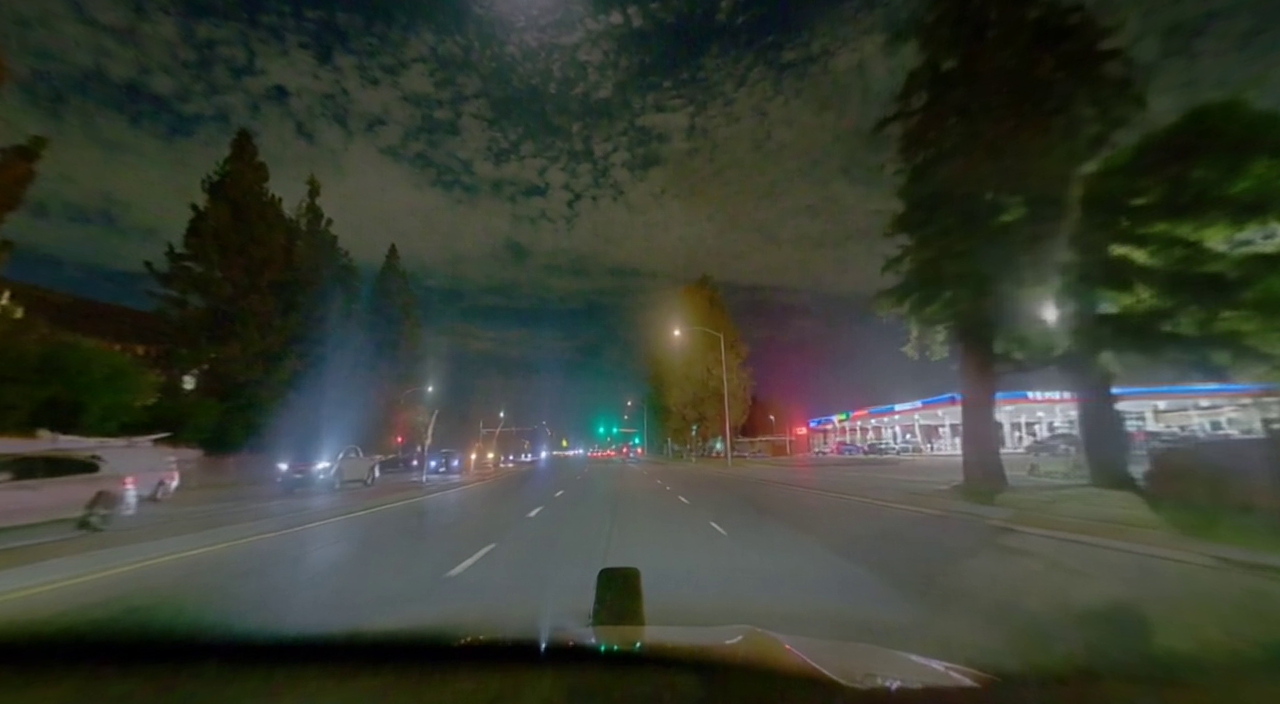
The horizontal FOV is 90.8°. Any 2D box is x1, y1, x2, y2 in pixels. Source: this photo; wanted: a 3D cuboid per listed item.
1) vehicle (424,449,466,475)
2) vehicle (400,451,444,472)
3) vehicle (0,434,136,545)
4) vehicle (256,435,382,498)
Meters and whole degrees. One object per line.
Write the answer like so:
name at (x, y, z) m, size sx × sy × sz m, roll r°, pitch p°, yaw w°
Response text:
vehicle at (-12.336, 6.947, 40.142) m, size 1.771 × 1.508 × 3.453 m, roll 0°, pitch -8°, yaw -3°
vehicle at (-16.802, 8.433, 48.900) m, size 2.045 × 1.519 × 4.401 m, roll 0°, pitch -9°, yaw -4°
vehicle at (-11.022, 2.177, 10.048) m, size 2.134 × 1.705 × 4.710 m, roll 0°, pitch -8°, yaw -1°
vehicle at (-11.537, 4.116, 23.198) m, size 2.206 × 1.922 × 4.968 m, roll -2°, pitch -8°, yaw -2°
